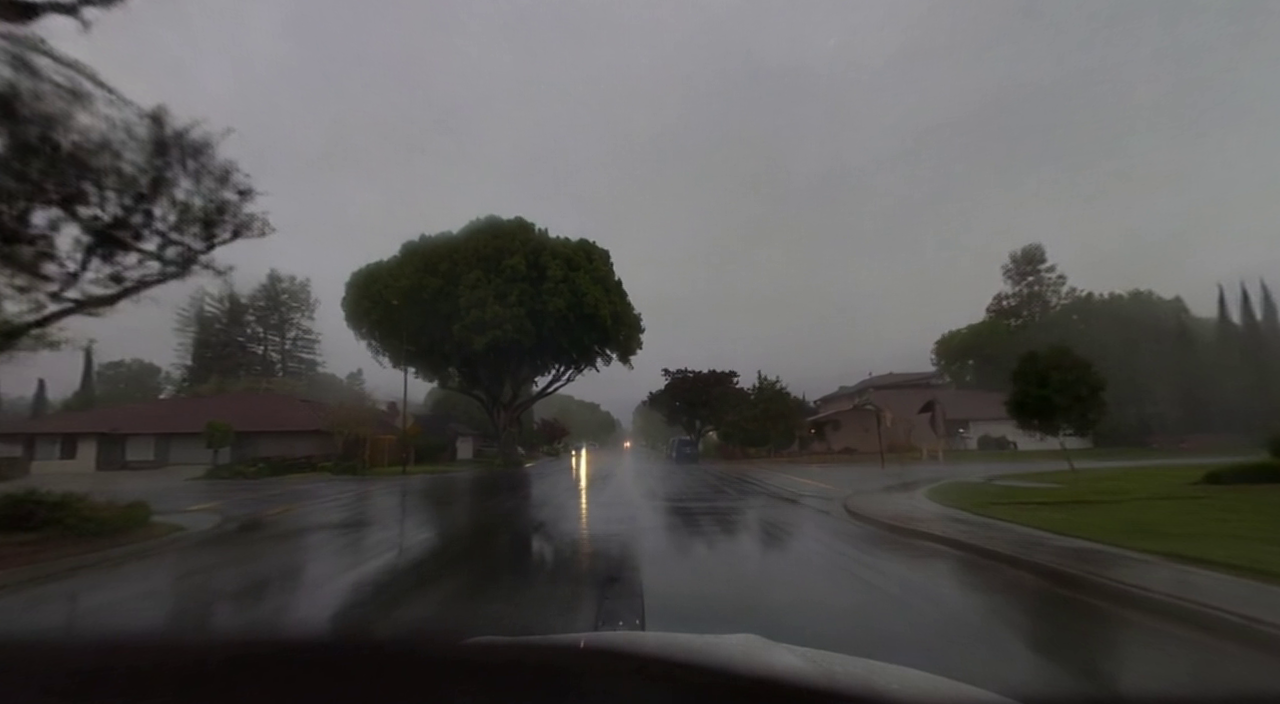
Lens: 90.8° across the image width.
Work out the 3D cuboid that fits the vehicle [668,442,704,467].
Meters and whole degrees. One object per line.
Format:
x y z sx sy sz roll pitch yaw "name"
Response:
2.925 6.612 40.987 1.881 1.487 4.183 0 -8 -3 "vehicle"
